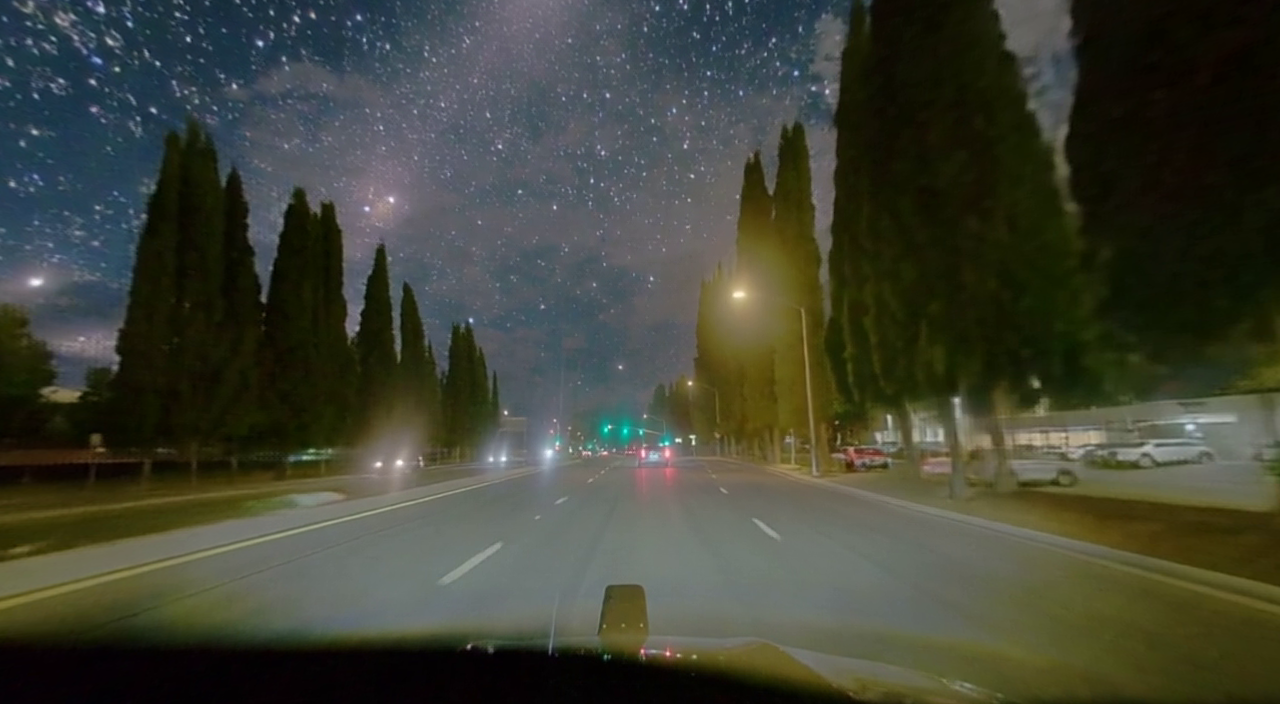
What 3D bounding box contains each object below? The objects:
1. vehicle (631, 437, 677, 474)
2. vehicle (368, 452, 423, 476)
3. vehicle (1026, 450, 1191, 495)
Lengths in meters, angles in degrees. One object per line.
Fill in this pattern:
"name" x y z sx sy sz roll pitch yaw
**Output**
"vehicle" 0.666 5.102 31.148 2.135 1.691 3.884 0 -9 1
"vehicle" -16.223 7.410 42.019 1.895 1.513 4.362 0 -9 0
"vehicle" 15.409 3.971 20.907 3.913 1.384 1.893 0 -9 2
